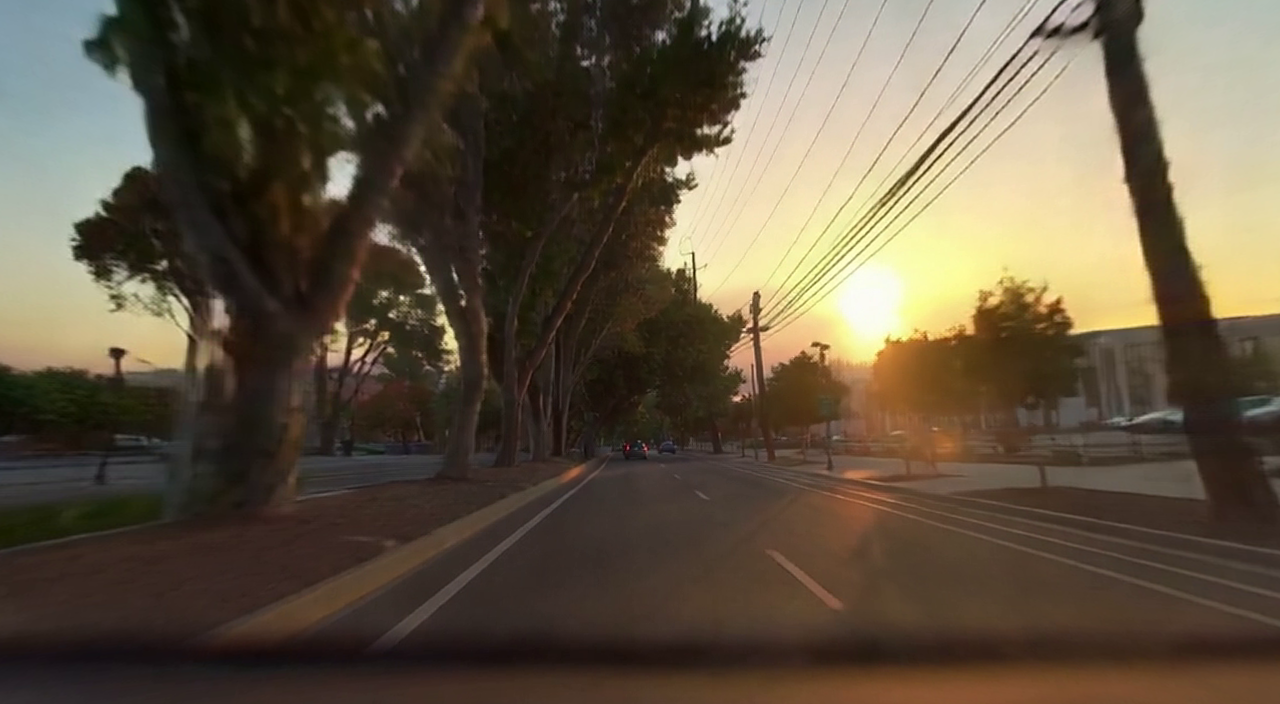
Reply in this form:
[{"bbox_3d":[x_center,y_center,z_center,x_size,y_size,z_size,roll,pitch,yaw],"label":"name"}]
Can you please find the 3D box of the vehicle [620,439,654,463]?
[{"bbox_3d":[-0.236,6.512,41.810,2.109,1.501,4.042,0,-8,-1],"label":"vehicle"}]
